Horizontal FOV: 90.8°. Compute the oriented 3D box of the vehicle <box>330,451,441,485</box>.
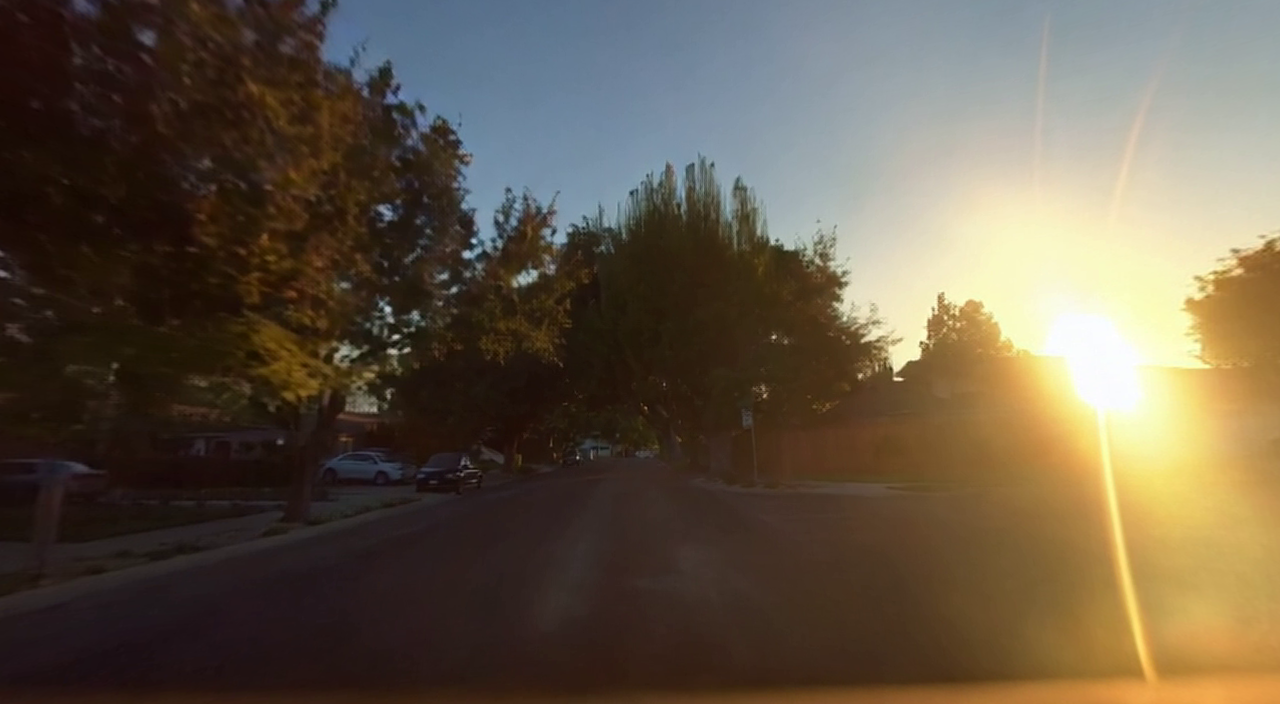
[{"bbox_3d":[-12.433,5.692,31.090,4.538,1.578,2.000,0,-9,1],"label":"vehicle"}]

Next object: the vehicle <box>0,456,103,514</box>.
[{"bbox_3d":[-17.998,3.677,17.723,4.147,1.423,1.875,0,-7,0],"label":"vehicle"}]

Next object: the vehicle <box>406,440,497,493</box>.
[{"bbox_3d":[-7.442,4.628,25.533,2.091,1.912,4.598,0,-10,2],"label":"vehicle"}]
